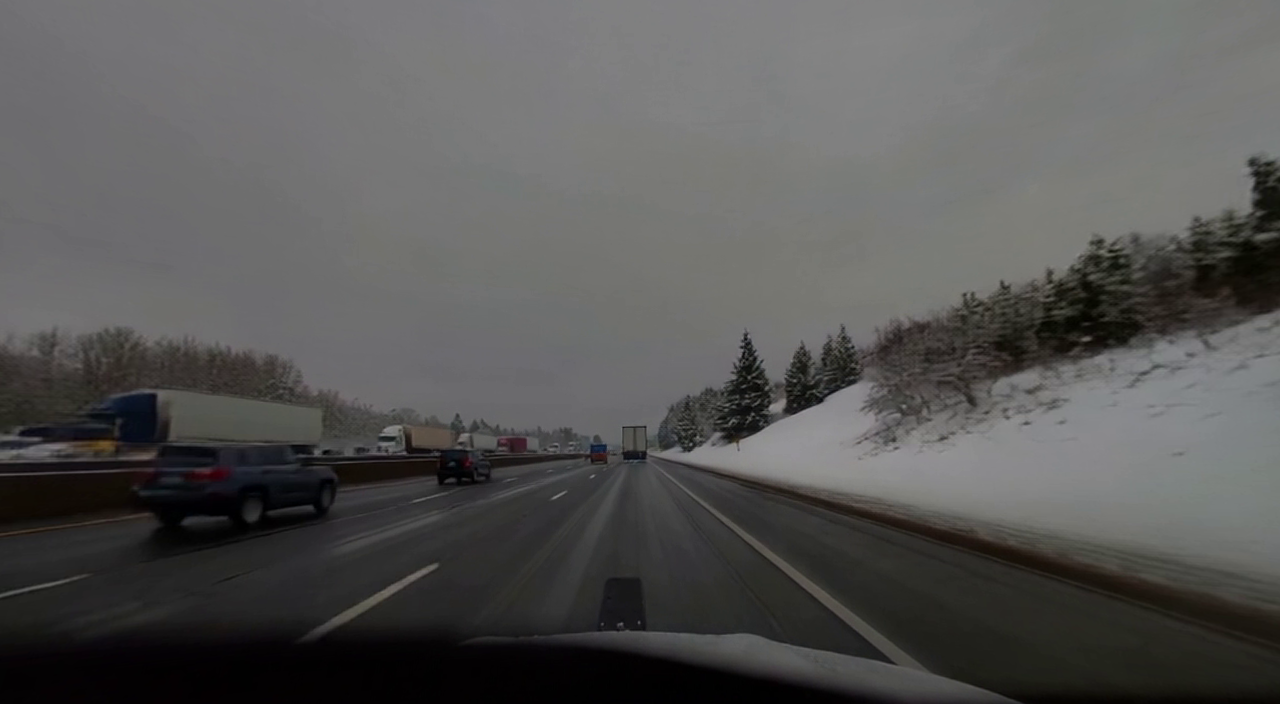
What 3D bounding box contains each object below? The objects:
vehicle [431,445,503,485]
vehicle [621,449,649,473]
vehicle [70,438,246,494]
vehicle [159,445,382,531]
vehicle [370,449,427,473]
[{"bbox_3d":[-7.815,5.129,28.900,2.004,1.629,4.506,0,-9,0],"label":"vehicle"},{"bbox_3d":[-0.359,7.917,45.959,2.009,1.657,3.962,0,-9,0],"label":"vehicle"},{"bbox_3d":[-14.699,3.500,19.655,1.817,1.508,4.734,0,-9,-1],"label":"vehicle"},{"bbox_3d":[-7.231,2.671,13.025,1.895,1.446,4.456,0,-9,0],"label":"vehicle"},{"bbox_3d":[-14.839,6.721,38.922,1.927,1.393,4.071,0,-9,-1],"label":"vehicle"}]
